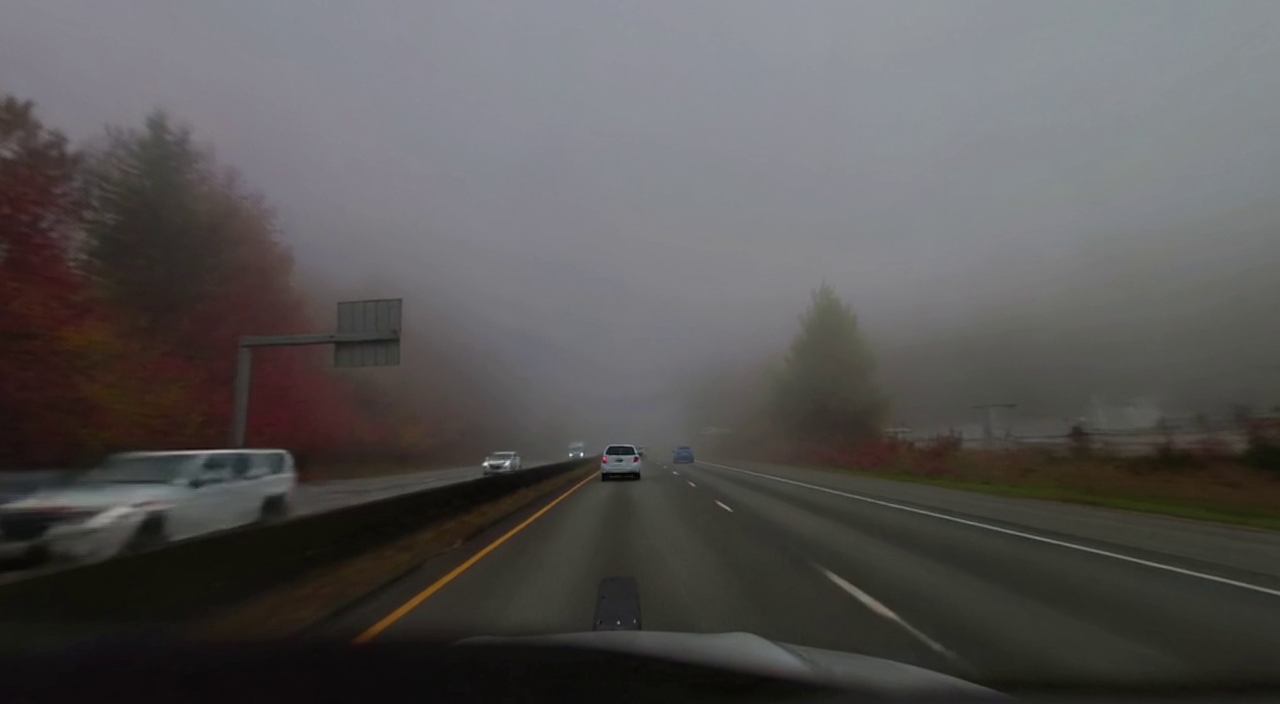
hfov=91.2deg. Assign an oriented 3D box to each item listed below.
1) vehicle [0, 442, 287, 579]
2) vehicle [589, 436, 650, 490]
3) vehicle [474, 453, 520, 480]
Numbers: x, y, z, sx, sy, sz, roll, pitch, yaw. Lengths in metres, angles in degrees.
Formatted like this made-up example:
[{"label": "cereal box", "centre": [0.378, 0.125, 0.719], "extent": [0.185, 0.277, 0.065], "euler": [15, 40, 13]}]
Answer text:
[{"label": "vehicle", "centre": [-8.826, 2.569, 11.149], "extent": [2.152, 1.839, 5.038], "euler": [-1, -9, 0]}, {"label": "vehicle", "centre": [-0.659, 3.838, 21.893], "extent": [1.937, 1.699, 3.936], "euler": [-1, -9, 0]}, {"label": "vehicle", "centre": [-9.039, 7.253, 39.885], "extent": [1.920, 1.524, 4.179], "euler": [-1, -9, 0]}]
